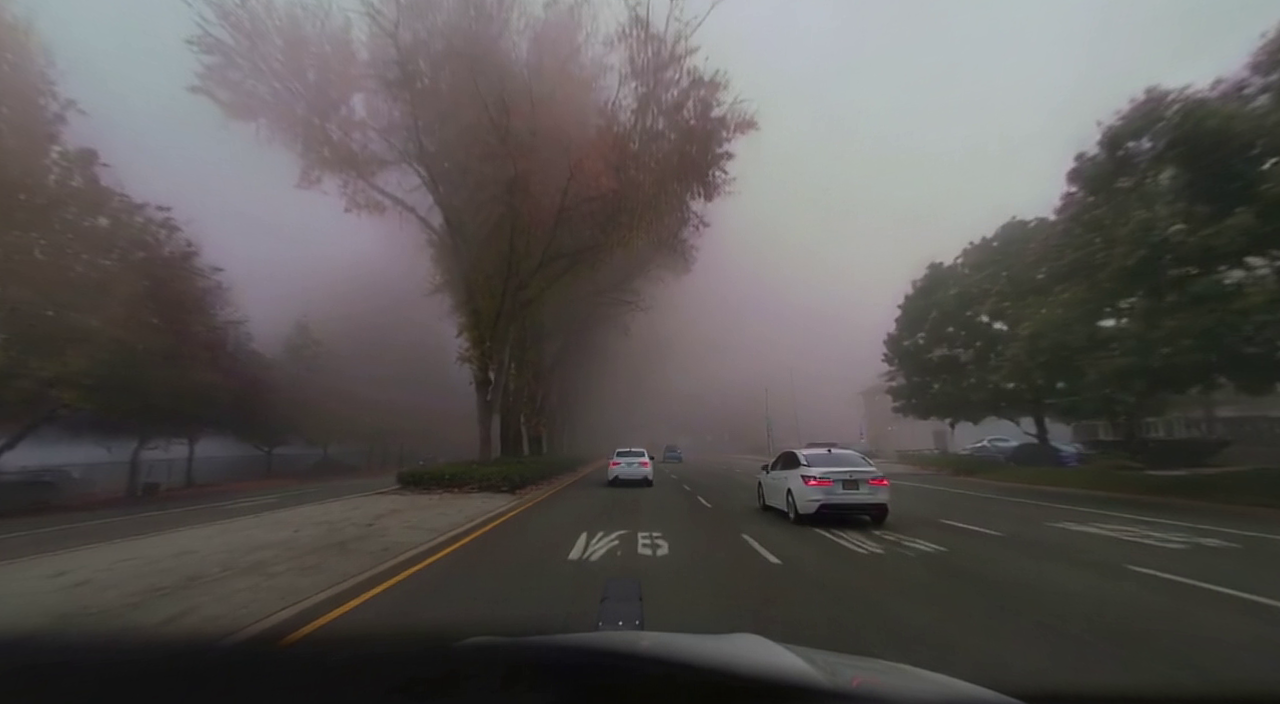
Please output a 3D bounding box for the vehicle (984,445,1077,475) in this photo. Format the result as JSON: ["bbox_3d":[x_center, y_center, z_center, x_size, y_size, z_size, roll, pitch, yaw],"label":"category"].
[{"bbox_3d":[20.788,5.745,33.937,1.890,1.445,4.805,0,-9,-1],"label":"vehicle"}]

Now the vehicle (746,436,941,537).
[{"bbox_3d":[3.405,2.337,11.640,2.094,1.480,4.323,0,-9,-1],"label":"vehicle"}]

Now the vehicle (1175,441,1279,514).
[{"bbox_3d":[14.502,2.629,13.166,2.049,1.521,5.277,0,-9,0],"label":"vehicle"}]

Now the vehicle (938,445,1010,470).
[{"bbox_3d":[20.787,6.571,39.577,1.890,1.455,4.592,1,-9,-2],"label":"vehicle"}]

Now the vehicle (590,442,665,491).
[{"bbox_3d":[-0.391,3.845,21.522,2.289,1.471,4.477,0,-9,-1],"label":"vehicle"}]
